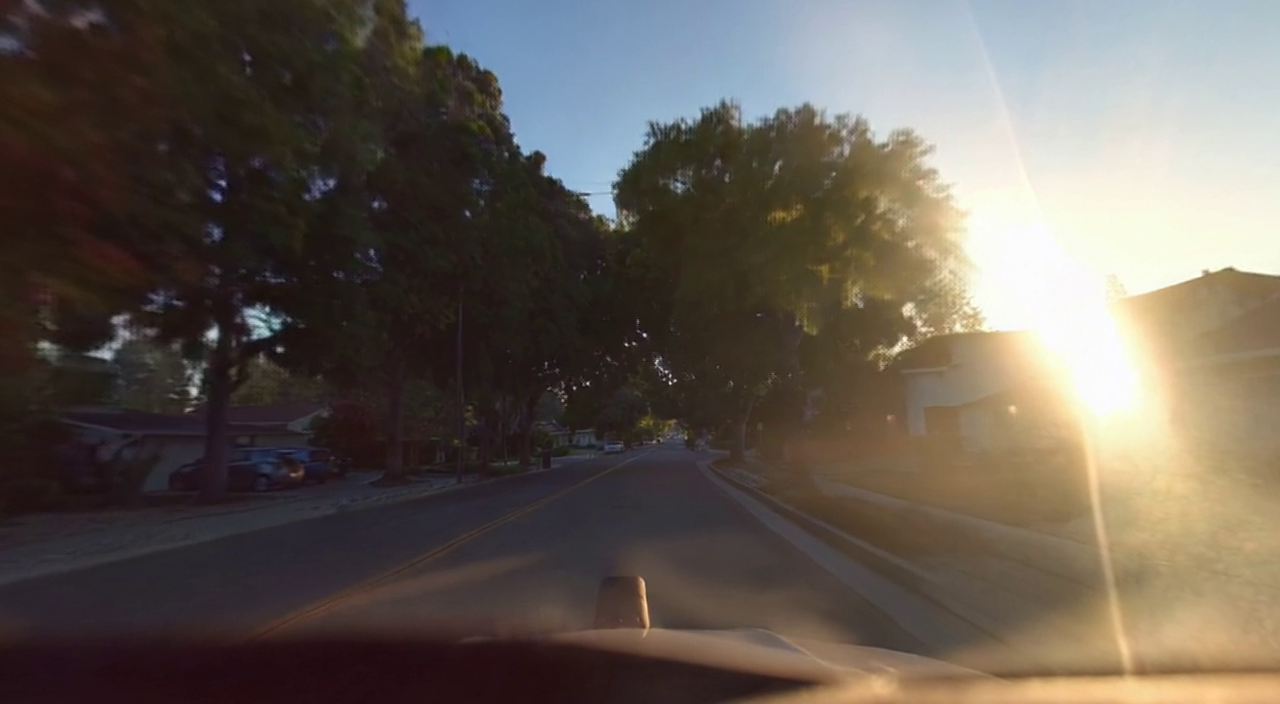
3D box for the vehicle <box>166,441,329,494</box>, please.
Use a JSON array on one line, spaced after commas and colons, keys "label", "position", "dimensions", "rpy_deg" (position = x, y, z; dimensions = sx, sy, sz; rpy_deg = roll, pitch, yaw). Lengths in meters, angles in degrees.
[{"label": "vehicle", "position": [-13.714, 4.049, 22.338], "dimensions": [4.370, 1.761, 1.901], "rpy_deg": [1, -9, -6]}]
